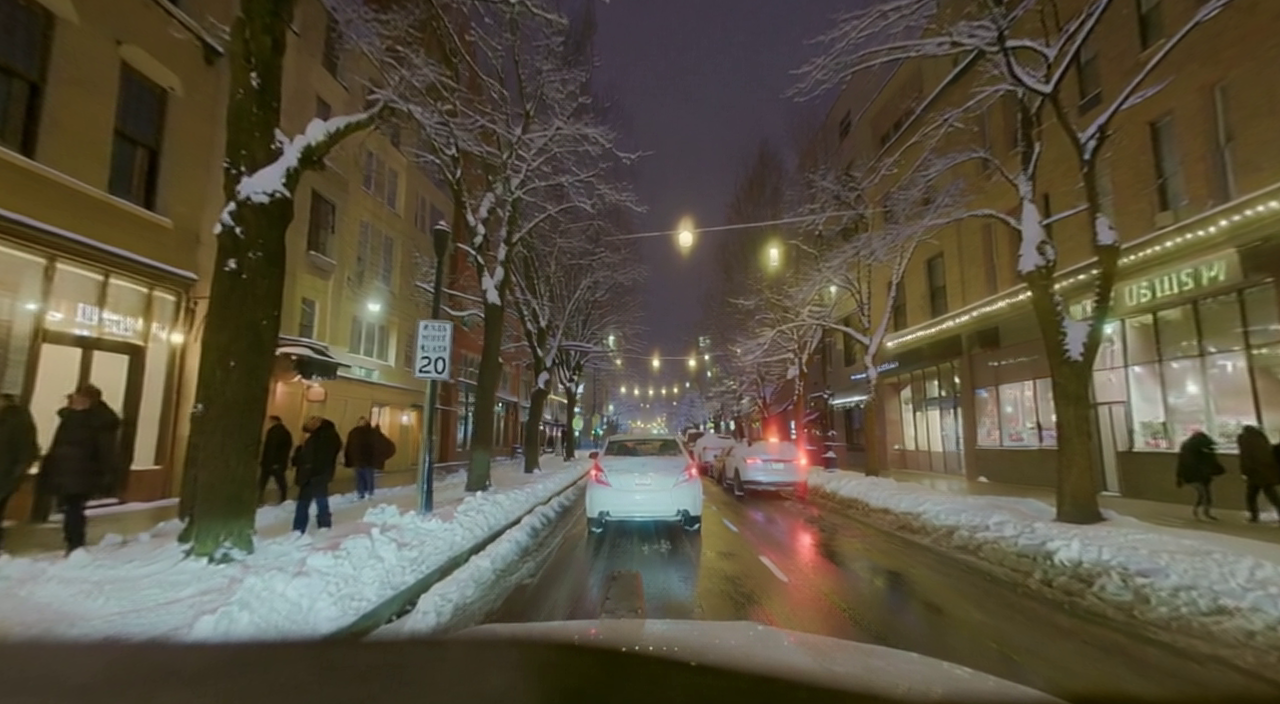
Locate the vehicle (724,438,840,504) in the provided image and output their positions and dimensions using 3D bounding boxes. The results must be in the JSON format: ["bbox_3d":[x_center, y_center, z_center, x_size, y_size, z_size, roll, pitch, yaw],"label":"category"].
[{"bbox_3d":[3.616,3.124,17.045,2.025,1.523,4.426,0,-9,-1],"label":"vehicle"}]

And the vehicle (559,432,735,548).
[{"bbox_3d":[0.056,2.089,10.260,2.261,1.474,4.130,0,-9,-1],"label":"vehicle"}]
